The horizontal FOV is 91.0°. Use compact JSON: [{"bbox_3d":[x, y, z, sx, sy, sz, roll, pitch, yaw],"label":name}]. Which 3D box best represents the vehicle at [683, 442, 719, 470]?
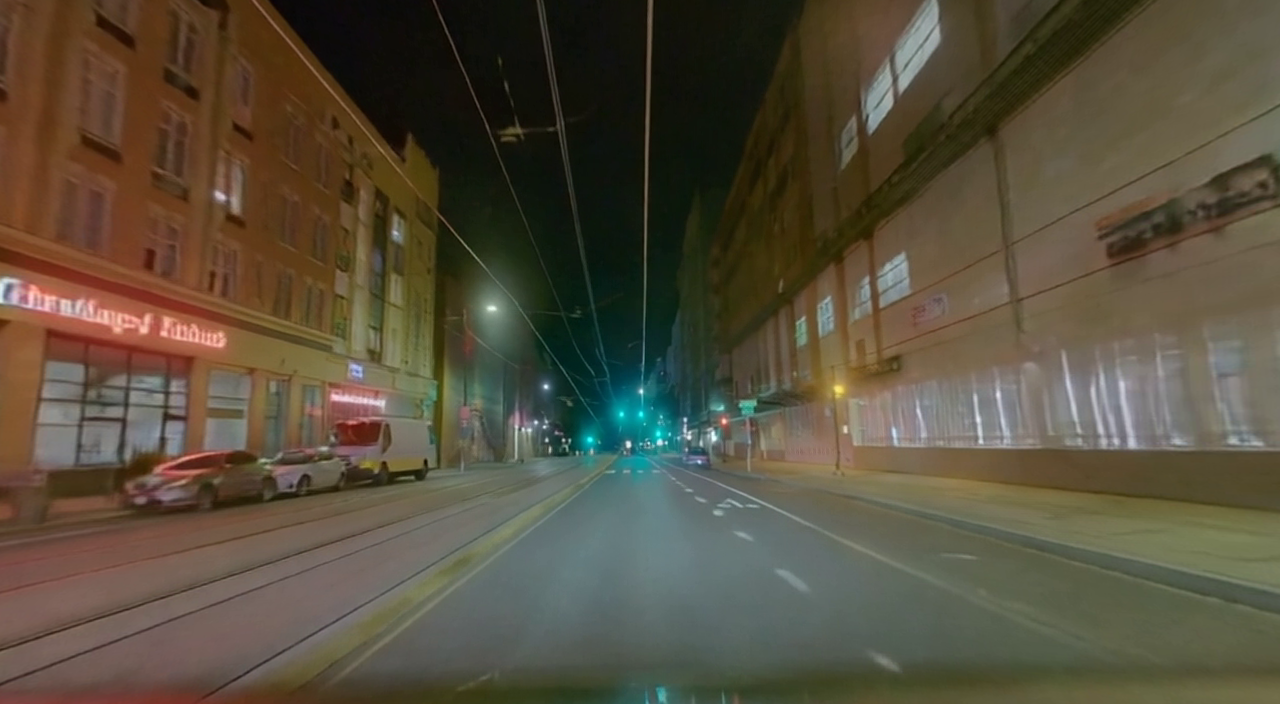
[{"bbox_3d":[3.593,6.144,37.510,1.819,1.546,3.681,0,-8,1],"label":"vehicle"}]

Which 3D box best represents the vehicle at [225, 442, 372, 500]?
[{"bbox_3d":[-10.169,3.539,19.282,1.789,1.484,4.916,-1,-8,0],"label":"vehicle"}]

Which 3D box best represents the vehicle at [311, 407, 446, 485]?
[{"bbox_3d":[-10.590,3.926,26.553,2.378,2.765,7.920,0,-8,-1],"label":"vehicle"}]

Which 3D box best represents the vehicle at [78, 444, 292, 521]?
[{"bbox_3d":[-10.066,2.862,14.436,1.897,1.464,4.209,1,-8,-3],"label":"vehicle"}]
